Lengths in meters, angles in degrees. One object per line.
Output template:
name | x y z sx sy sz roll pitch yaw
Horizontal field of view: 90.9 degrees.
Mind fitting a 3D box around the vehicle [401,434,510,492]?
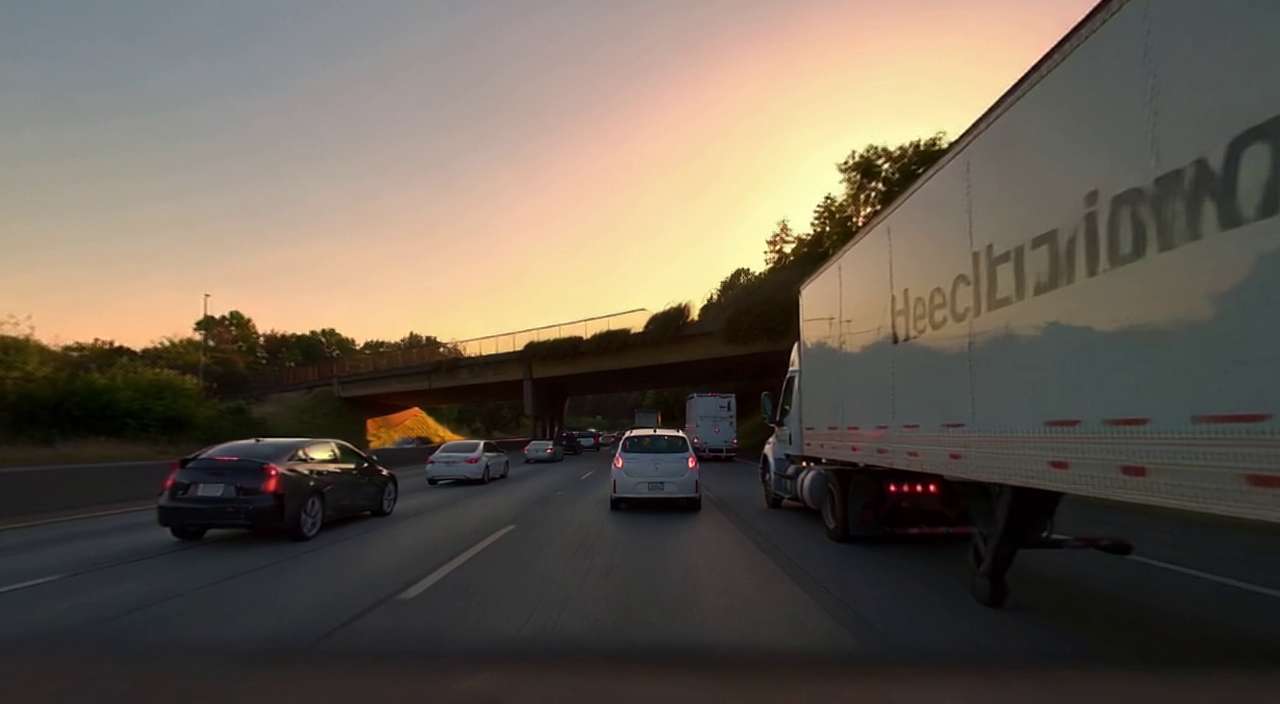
vehicle | -5.088 3.090 17.991 1.880 1.458 3.978 0 -8 0

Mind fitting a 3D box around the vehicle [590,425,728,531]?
vehicle | 0.260 2.051 10.860 1.973 1.505 3.568 0 -8 0

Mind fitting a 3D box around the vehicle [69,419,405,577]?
vehicle | -4.591 1.661 7.988 1.821 1.514 3.677 0 -8 0

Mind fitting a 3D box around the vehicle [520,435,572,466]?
vehicle | -4.695 4.988 32.227 1.887 1.493 4.411 0 -8 1

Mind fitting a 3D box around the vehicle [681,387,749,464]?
vehicle | 4.448 4.871 40.894 2.892 4.101 14.252 0 -8 1

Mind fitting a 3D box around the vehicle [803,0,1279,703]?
vehicle | 4.008 -0.309 2.302 2.817 3.989 14.321 0 -8 -1
